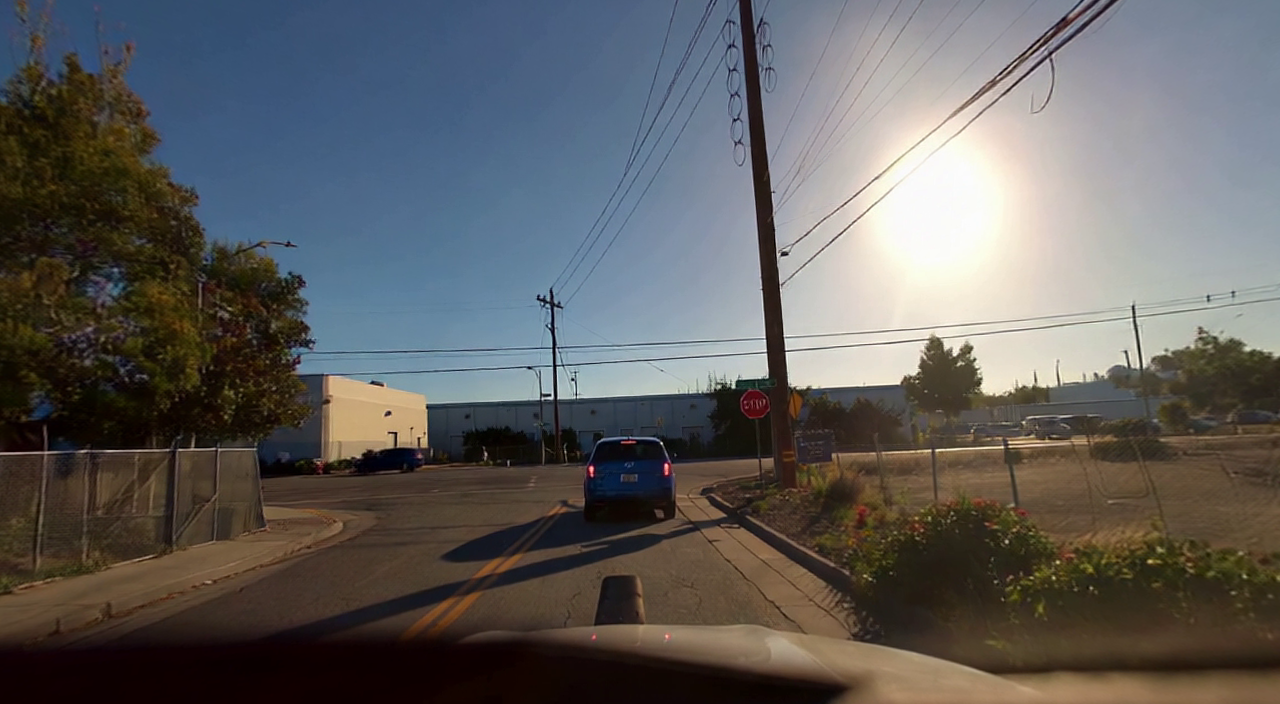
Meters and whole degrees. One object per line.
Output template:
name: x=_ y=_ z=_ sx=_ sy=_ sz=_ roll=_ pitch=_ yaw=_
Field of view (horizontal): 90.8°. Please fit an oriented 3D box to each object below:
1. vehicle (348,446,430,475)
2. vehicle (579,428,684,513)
vehicle: x=-15.853 y=6.845 z=40.009 sx=4.415 sy=1.753 sz=2.029 roll=-3 pitch=-9 yaw=16
vehicle: x=-0.233 y=2.733 z=15.054 sx=2.137 sy=1.698 sz=4.166 roll=0 pitch=-8 yaw=-2
